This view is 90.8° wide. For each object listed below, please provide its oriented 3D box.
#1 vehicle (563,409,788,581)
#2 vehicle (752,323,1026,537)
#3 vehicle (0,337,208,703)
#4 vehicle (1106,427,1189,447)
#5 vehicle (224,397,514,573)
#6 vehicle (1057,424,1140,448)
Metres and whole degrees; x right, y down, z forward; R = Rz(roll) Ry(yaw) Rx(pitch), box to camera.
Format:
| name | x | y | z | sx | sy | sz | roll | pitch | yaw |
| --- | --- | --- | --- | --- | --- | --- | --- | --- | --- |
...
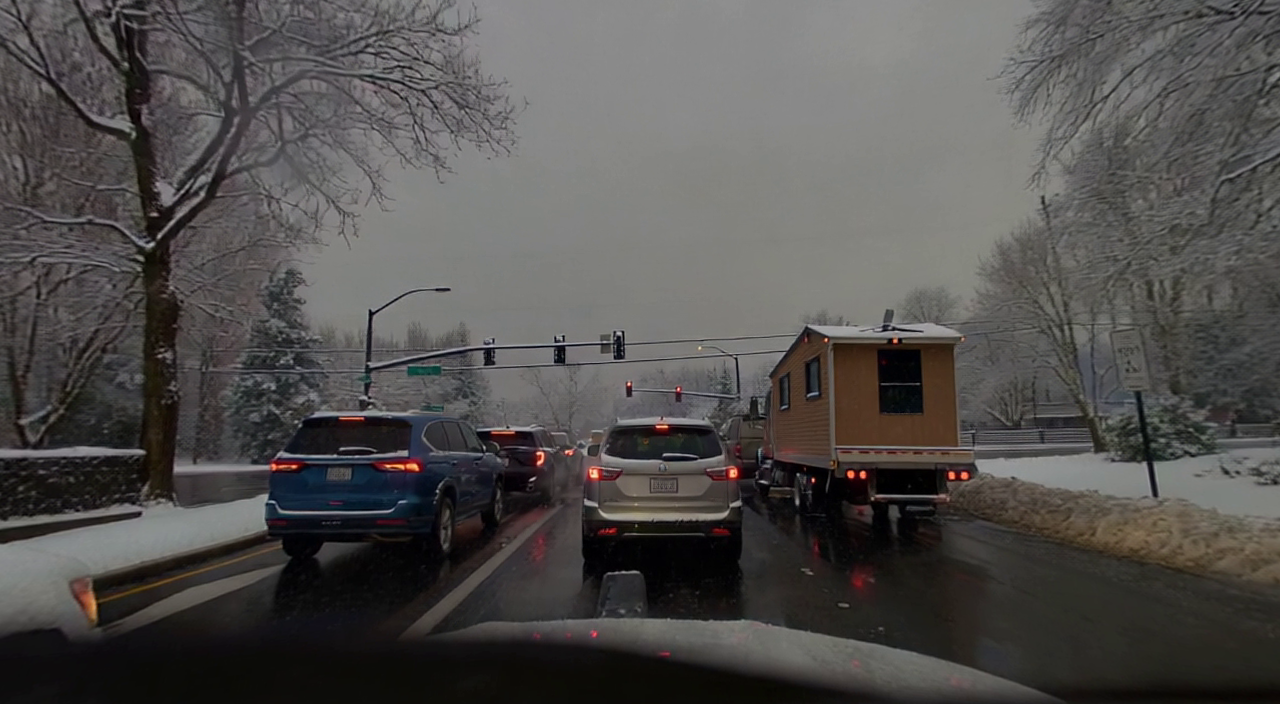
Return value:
| name | x | y | z | sx | sy | sz | roll | pitch | yaw |
| --- | --- | --- | --- | --- | --- | --- | --- | --- | --- |
| vehicle | 0.358 | 1.711 | 8.320 | 2.189 | 1.649 | 4.171 | 0 | -9 | 0 |
| vehicle | 3.691 | 1.403 | 11.016 | 2.531 | 2.750 | 5.595 | 0 | -9 | 1 |
| vehicle | -3.432 | 0.676 | 1.477 | 1.952 | 1.730 | 4.116 | 0 | -9 | -1 |
| vehicle | 37.825 | 6.389 | 47.210 | 4.553 | 1.434 | 1.650 | -5 | -10 | 29 |
| vehicle | -3.267 | 1.714 | 8.850 | 2.085 | 1.812 | 4.388 | 0 | -9 | 0 |
| vehicle | 33.165 | 6.134 | 45.881 | 4.671 | 1.595 | 1.824 | -6 | -10 | 31 |
